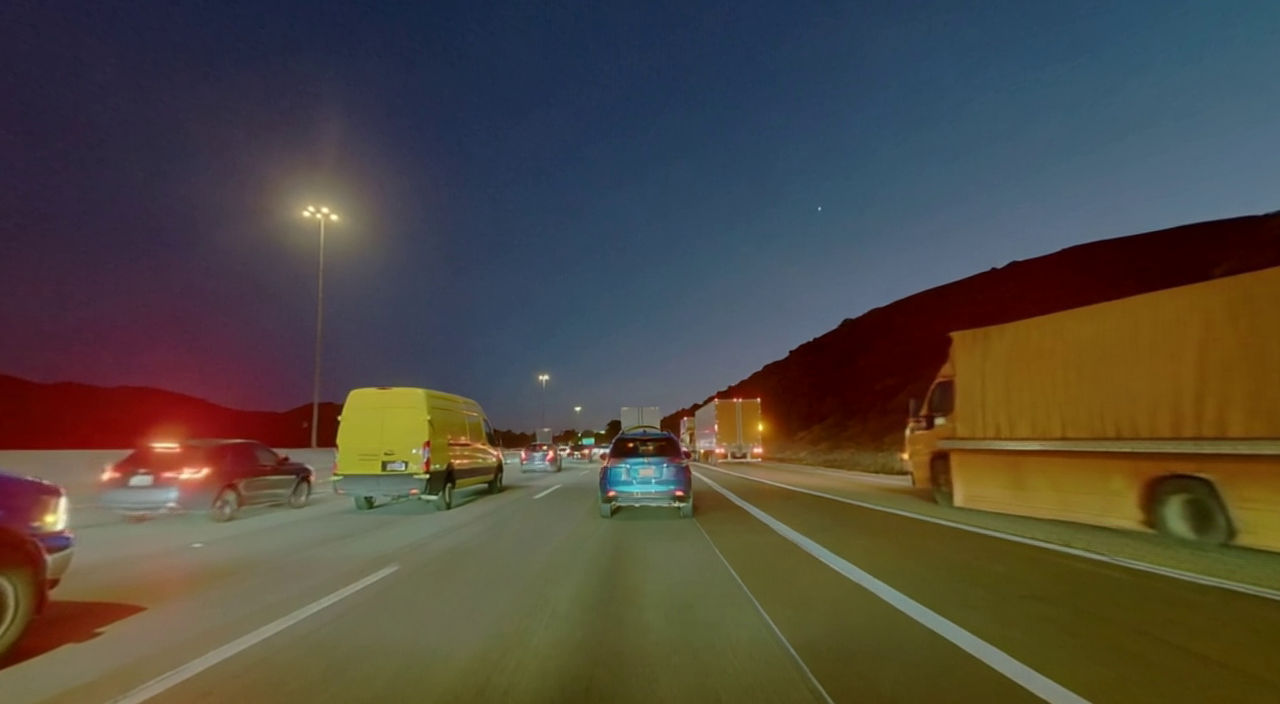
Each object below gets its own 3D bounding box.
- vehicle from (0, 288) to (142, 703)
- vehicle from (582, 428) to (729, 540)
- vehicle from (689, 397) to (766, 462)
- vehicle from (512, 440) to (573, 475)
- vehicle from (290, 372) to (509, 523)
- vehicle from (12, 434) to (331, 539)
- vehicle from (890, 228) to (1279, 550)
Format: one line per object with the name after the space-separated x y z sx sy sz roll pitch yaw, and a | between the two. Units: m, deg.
-4.278 0.452 1.183 2.195 2.086 5.445 0 -8 0 | vehicle
0.165 2.087 10.589 2.003 1.499 3.930 0 -8 -1 | vehicle
6.354 6.308 49.718 2.989 4.277 16.586 0 -8 -3 | vehicle
-4.370 4.785 28.874 2.007 1.457 4.447 0 -8 1 | vehicle
-4.630 2.019 13.489 2.300 2.522 5.701 0 -8 1 | vehicle
-7.773 2.224 11.280 1.968 1.459 4.737 -1 -8 2 | vehicle
8.766 0.786 10.009 2.977 3.878 11.111 2 -9 -13 | vehicle
